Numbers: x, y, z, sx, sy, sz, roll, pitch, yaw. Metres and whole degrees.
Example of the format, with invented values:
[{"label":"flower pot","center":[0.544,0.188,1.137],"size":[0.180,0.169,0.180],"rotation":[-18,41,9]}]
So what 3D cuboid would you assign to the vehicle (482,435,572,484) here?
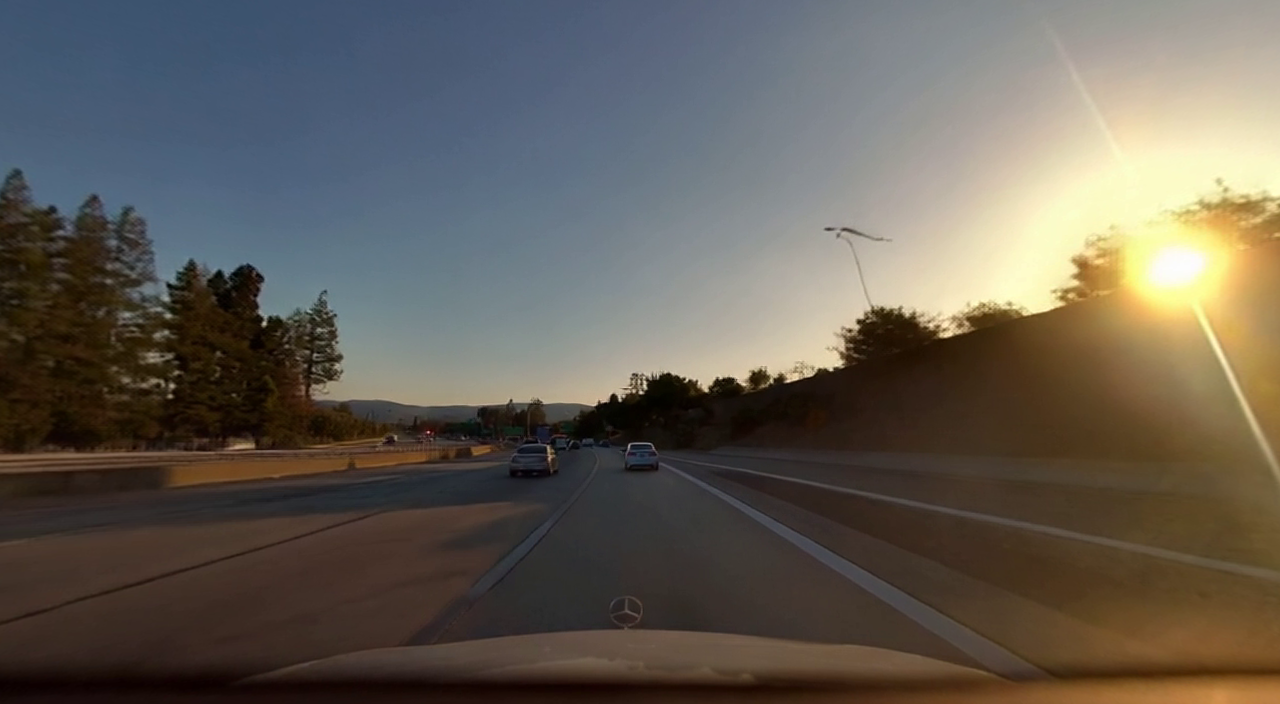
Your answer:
[{"label":"vehicle","center":[-3.788,3.729,22.127],"size":[2.246,1.519,4.980],"rotation":[0,-9,0]}]

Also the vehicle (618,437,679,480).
[{"label":"vehicle","center":[0.228,3.912,23.441],"size":[2.051,1.444,3.927],"rotation":[0,-9,-2]}]
